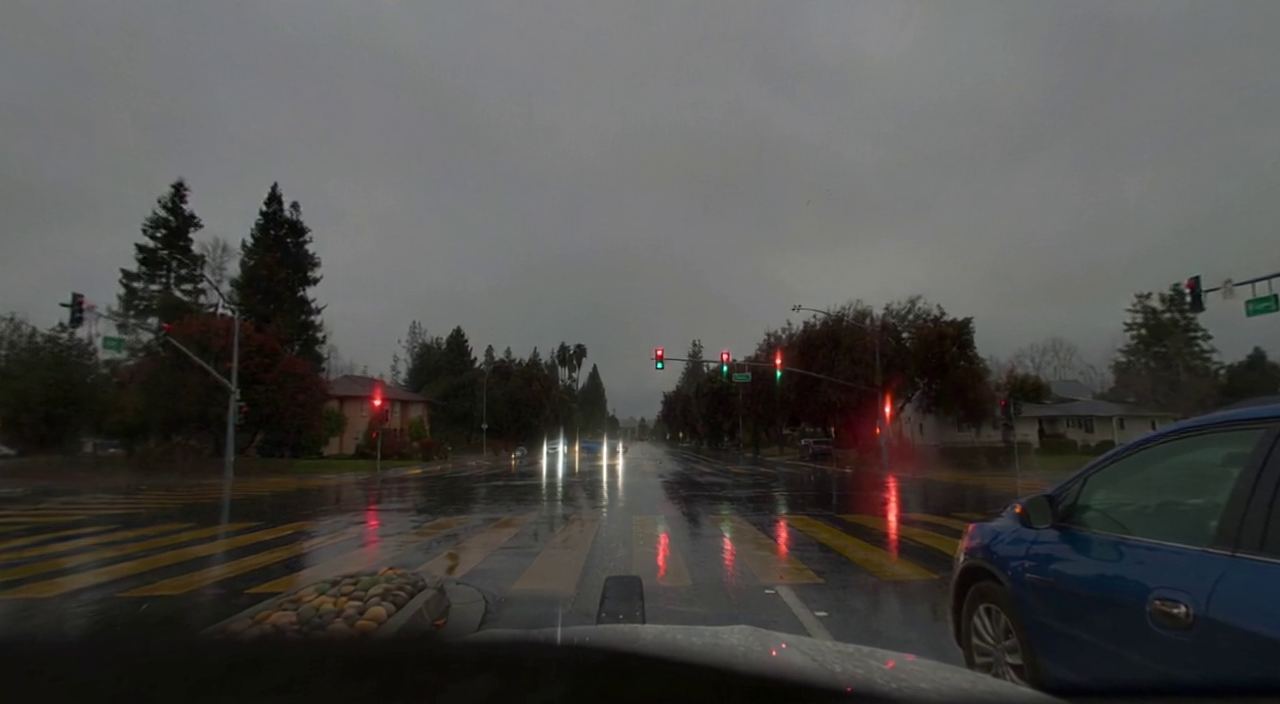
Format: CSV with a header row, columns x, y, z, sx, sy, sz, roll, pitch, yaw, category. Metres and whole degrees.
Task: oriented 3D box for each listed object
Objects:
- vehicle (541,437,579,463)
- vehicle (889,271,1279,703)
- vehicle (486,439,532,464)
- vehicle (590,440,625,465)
x,y,z,sx,sy,sz,roll,pitch,yaw,category
-5.536,6.890,44.378,2.091,1.707,4.157,0,-8,0,vehicle
2.719,0.711,1.737,2.085,1.800,4.908,0,-8,0,vehicle
-8.946,6.853,43.619,2.028,1.654,5.027,0,-8,1,vehicle
-2.143,6.394,40.212,2.046,1.491,4.118,1,-8,-5,vehicle
